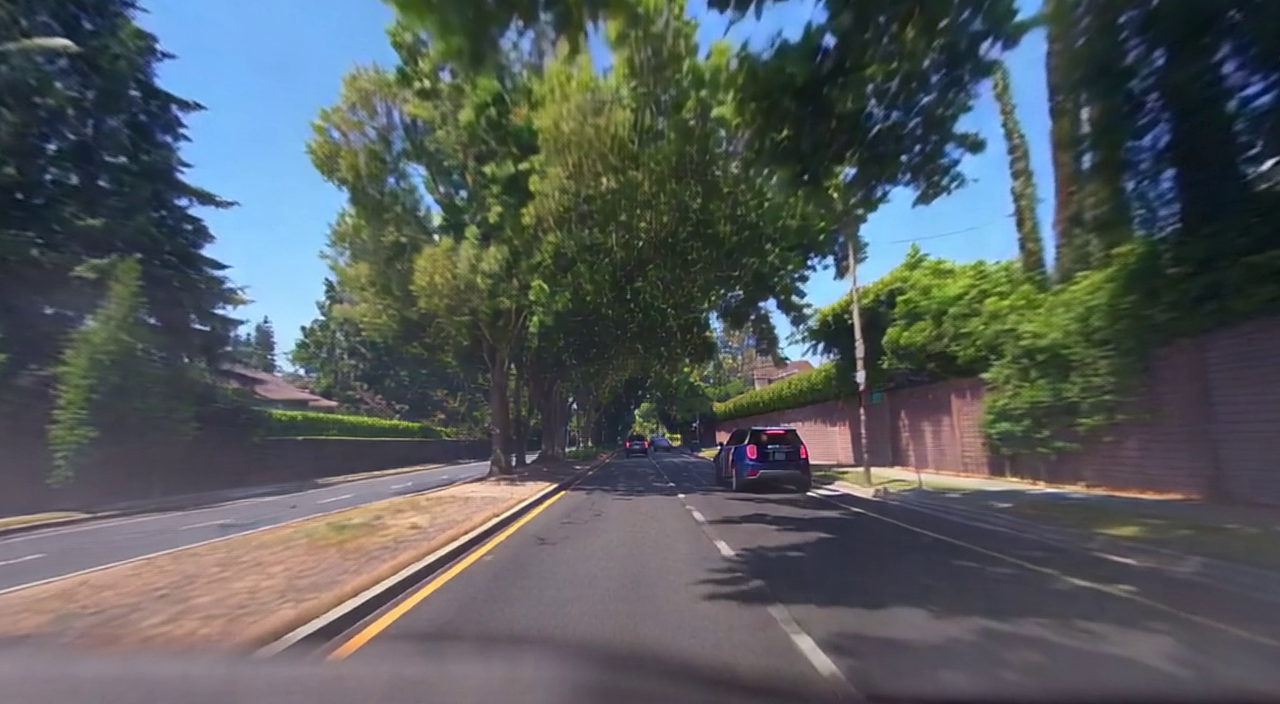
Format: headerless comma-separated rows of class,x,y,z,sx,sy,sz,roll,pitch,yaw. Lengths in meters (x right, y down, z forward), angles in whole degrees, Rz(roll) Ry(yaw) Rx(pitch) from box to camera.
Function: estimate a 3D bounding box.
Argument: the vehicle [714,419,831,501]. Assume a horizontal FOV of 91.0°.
vehicle,3.029,2.575,15.357,1.840,1.709,4.202,0,-8,-2
